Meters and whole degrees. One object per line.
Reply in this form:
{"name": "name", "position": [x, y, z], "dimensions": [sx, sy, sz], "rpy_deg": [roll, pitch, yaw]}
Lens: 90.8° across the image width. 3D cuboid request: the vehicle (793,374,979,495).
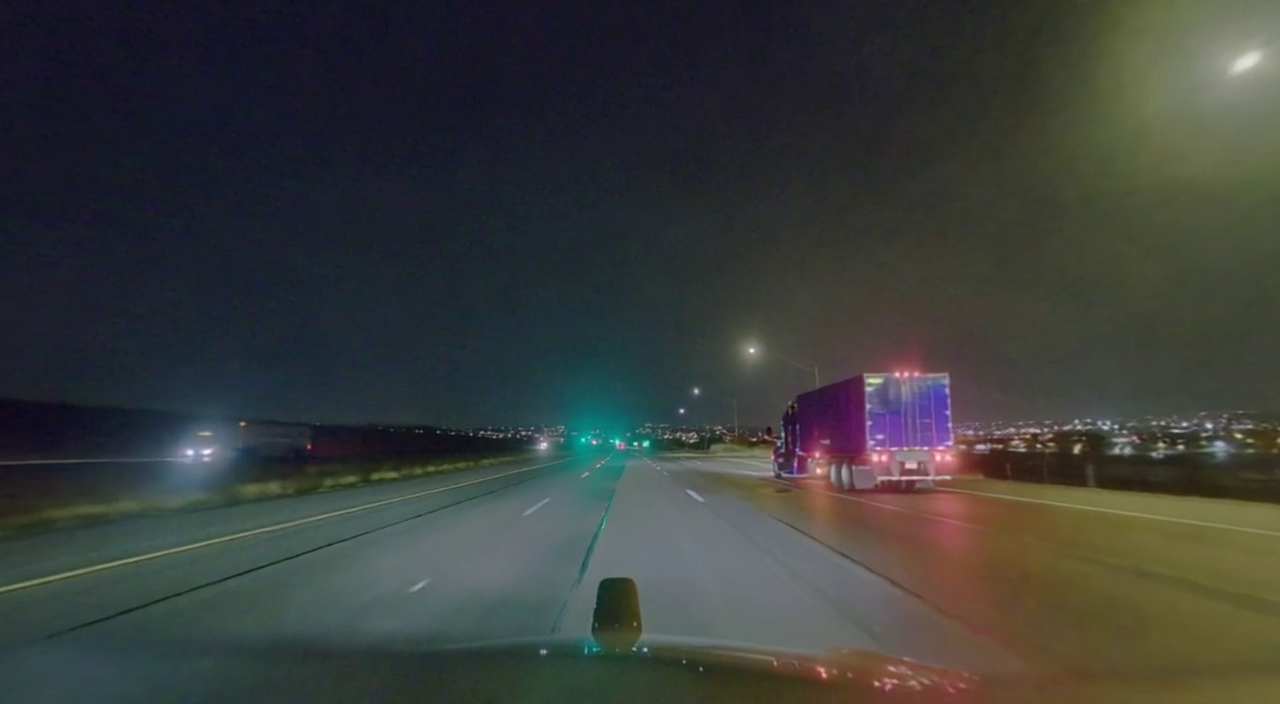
{"name": "vehicle", "position": [7.003, 2.607, 19.419], "dimensions": [2.627, 3.011, 7.287], "rpy_deg": [0, -9, -1]}
